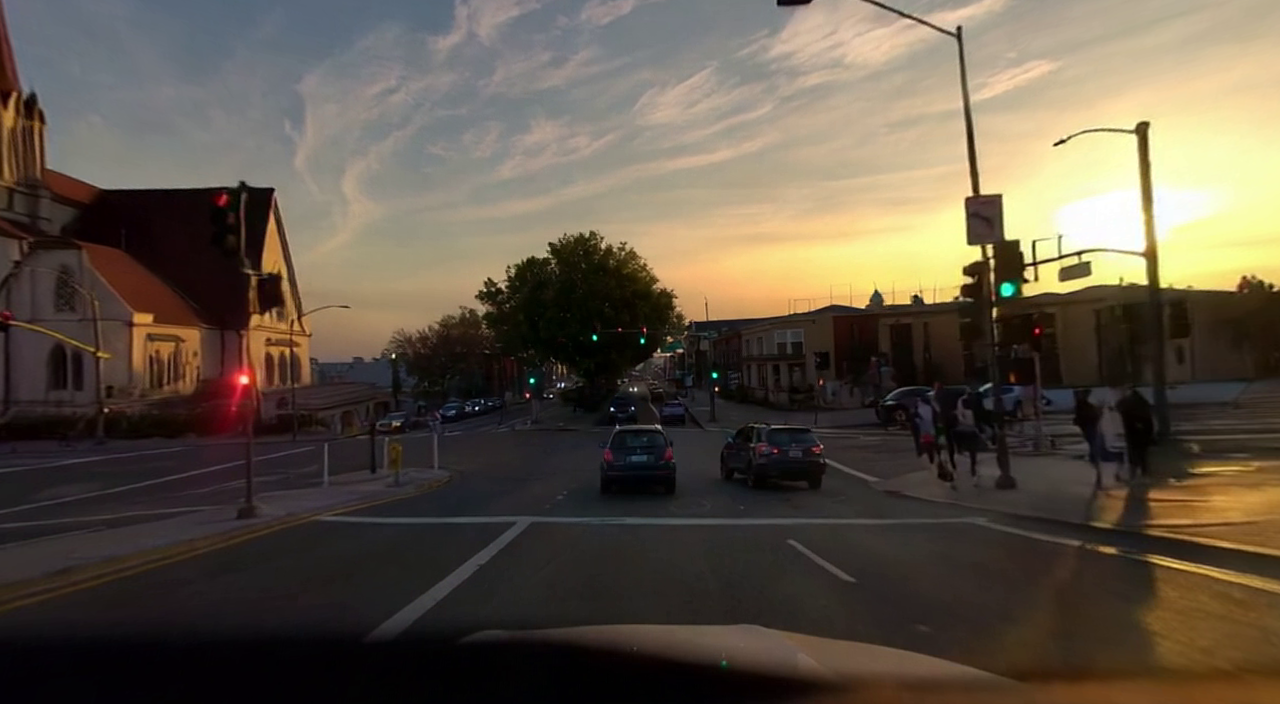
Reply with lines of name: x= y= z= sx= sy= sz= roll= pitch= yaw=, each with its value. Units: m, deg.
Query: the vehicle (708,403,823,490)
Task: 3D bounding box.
vehicle: x=3.346 y=2.515 z=17.887 sx=2.080 sy=1.735 sz=4.650 roll=4 pitch=-1 yaw=-2

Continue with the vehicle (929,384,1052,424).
vehicle: x=16.396 y=2.442 z=29.682 sx=4.512 sy=1.734 sz=2.143 roll=-1 pitch=-5 yaw=-3

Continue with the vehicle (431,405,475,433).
vehicle: x=-13.623 y=4.958 z=46.274 sx=2.069 sy=1.790 sz=4.358 roll=1 pitch=-9 yaw=-3

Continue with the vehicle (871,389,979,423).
vehicle: x=14.574 y=2.805 z=32.449 sx=4.488 sy=1.475 sz=2.083 roll=-2 pitch=-7 yaw=-3

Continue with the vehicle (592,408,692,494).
vehicle: x=-0.057 y=2.321 z=15.715 sx=2.168 sy=1.776 sz=4.135 roll=0 pitch=-4 yaw=-3

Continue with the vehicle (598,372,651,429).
vehicle: x=-1.131 y=3.119 z=39.658 sx=2.930 sy=3.209 sz=8.154 roll=0 pitch=-6 yaw=-4

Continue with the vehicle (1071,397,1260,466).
vehicle: x=16.376 y=2.423 z=19.815 sx=4.379 sy=1.486 sz=1.941 roll=-5 pitch=2 yaw=-3

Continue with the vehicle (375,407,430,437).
vehicle: x=-16.599 y=4.994 z=44.486 sx=1.969 sy=1.896 sz=5.404 roll=1 pitch=-9 yaw=-3
